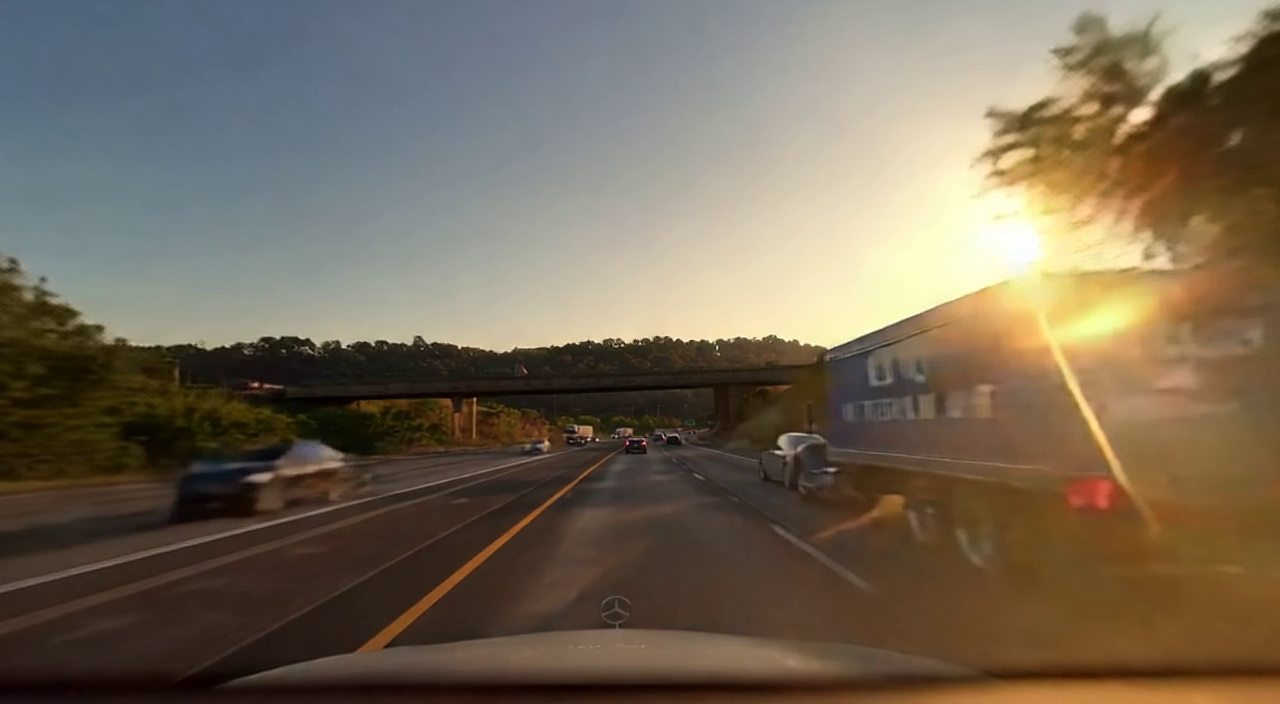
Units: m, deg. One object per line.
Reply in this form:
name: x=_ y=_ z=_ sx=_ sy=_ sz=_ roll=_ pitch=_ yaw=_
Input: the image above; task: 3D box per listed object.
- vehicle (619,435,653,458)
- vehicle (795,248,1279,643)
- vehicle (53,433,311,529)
vehicle: x=-0.257 y=5.899 z=39.460 sx=1.996 sy=1.325 sz=4.029 roll=0 pitch=-7 yaw=-1
vehicle: x=4.144 y=1.028 z=7.695 sx=2.715 sy=2.746 sz=6.550 roll=0 pitch=-7 yaw=-1
vehicle: x=-8.520 y=2.364 z=12.329 sx=1.973 sy=1.519 sz=4.176 roll=0 pitch=-7 yaw=-1
